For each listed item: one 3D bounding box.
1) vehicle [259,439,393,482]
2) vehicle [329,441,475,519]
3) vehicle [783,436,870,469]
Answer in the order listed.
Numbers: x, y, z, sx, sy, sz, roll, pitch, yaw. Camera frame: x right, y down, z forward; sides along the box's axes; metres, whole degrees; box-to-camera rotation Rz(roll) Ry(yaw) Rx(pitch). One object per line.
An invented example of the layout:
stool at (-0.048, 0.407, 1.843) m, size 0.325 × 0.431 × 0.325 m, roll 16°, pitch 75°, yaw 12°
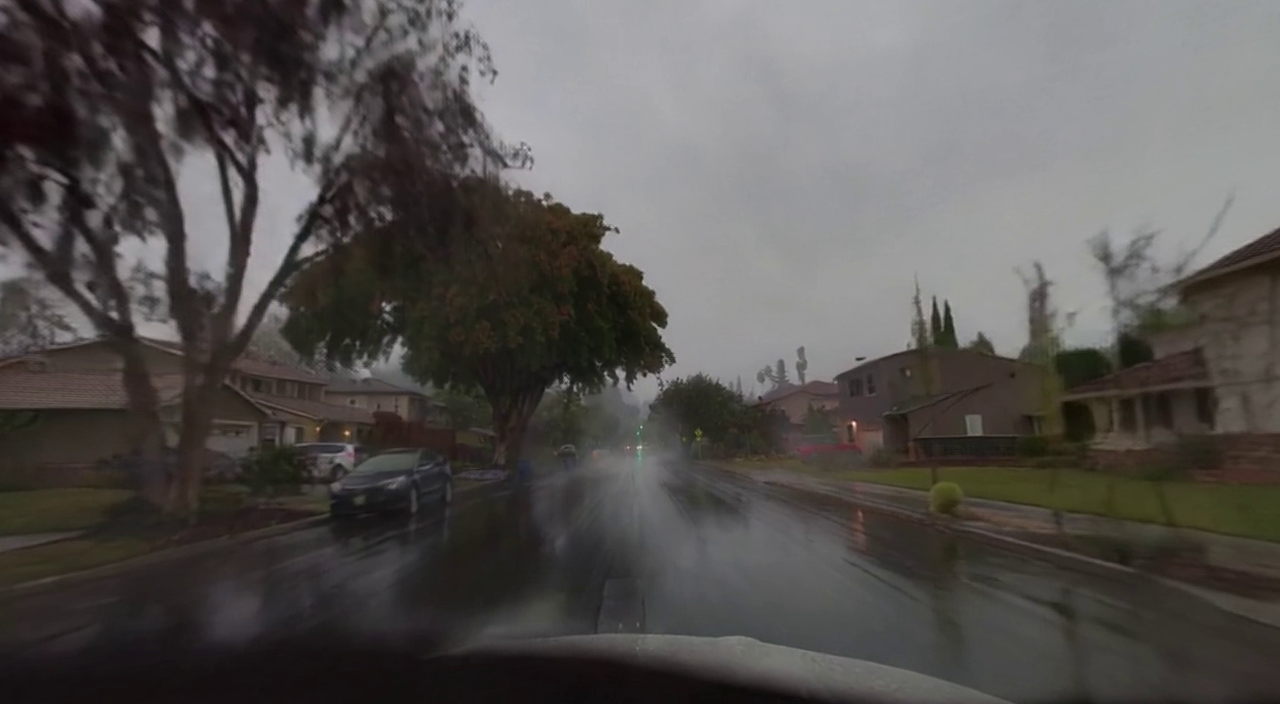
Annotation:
vehicle at (-12.148, 4.217, 24.631) m, size 4.135 × 1.567 × 1.944 m, roll 0°, pitch -9°, yaw 2°
vehicle at (-5.656, 3.078, 15.691) m, size 1.944 × 1.621 × 4.187 m, roll -1°, pitch -9°, yaw 1°
vehicle at (11.326, 6.136, 38.610) m, size 4.626 × 1.880 × 1.980 m, roll 1°, pitch -9°, yaw -9°
